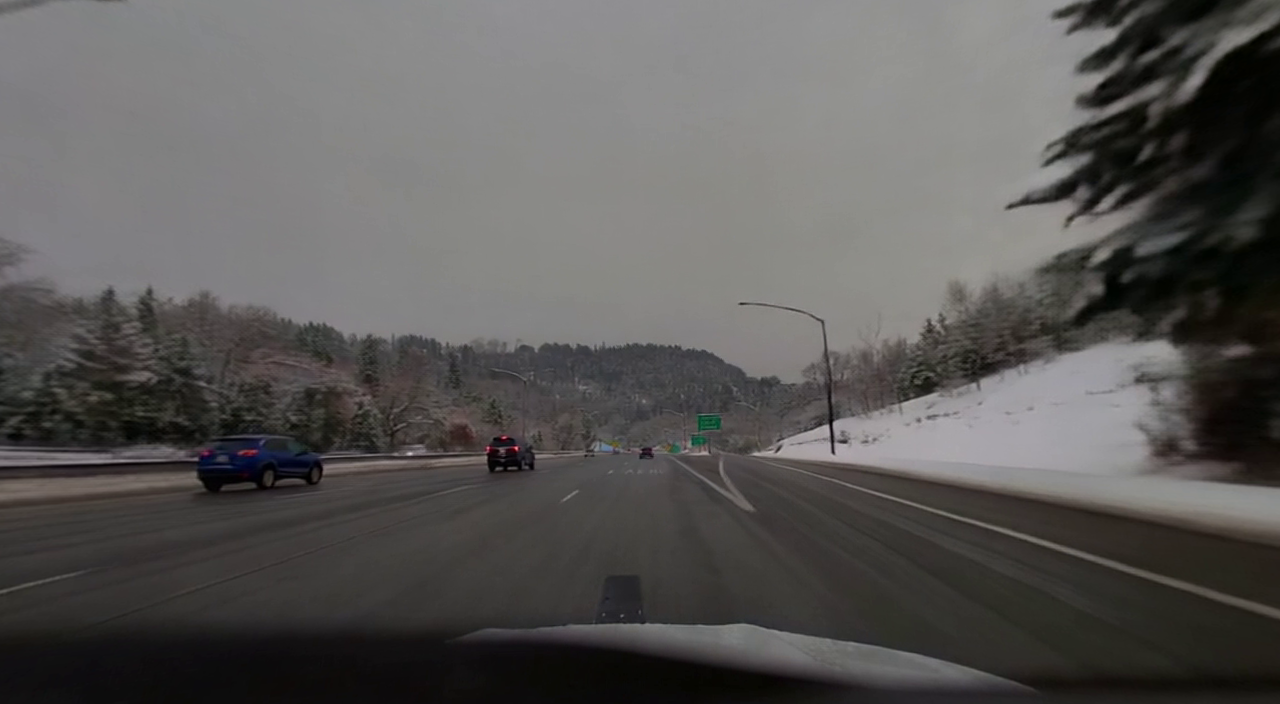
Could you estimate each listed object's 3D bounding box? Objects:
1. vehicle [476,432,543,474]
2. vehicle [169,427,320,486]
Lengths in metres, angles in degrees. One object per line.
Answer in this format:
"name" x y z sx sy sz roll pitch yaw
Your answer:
"vehicle" -6.542 5.166 32.213 2.219 1.947 4.924 0 -9 1
"vehicle" -13.766 3.694 22.404 2.079 1.822 4.893 0 -9 1
